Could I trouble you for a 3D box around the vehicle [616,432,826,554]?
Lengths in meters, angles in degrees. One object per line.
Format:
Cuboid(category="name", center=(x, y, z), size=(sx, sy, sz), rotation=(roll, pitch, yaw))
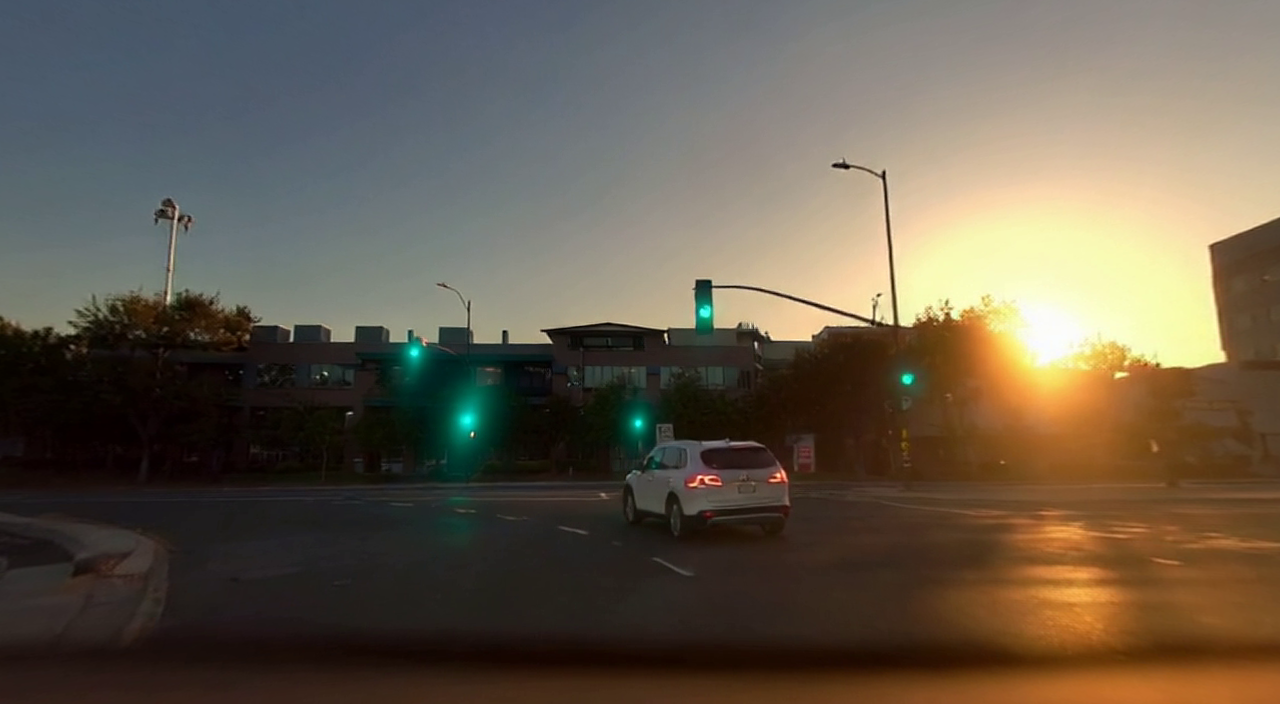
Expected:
Cuboid(category="vehicle", center=(1.103, 2.253, 10.943), size=(1.938, 1.648, 4.211), rotation=(2, -9, -18))
